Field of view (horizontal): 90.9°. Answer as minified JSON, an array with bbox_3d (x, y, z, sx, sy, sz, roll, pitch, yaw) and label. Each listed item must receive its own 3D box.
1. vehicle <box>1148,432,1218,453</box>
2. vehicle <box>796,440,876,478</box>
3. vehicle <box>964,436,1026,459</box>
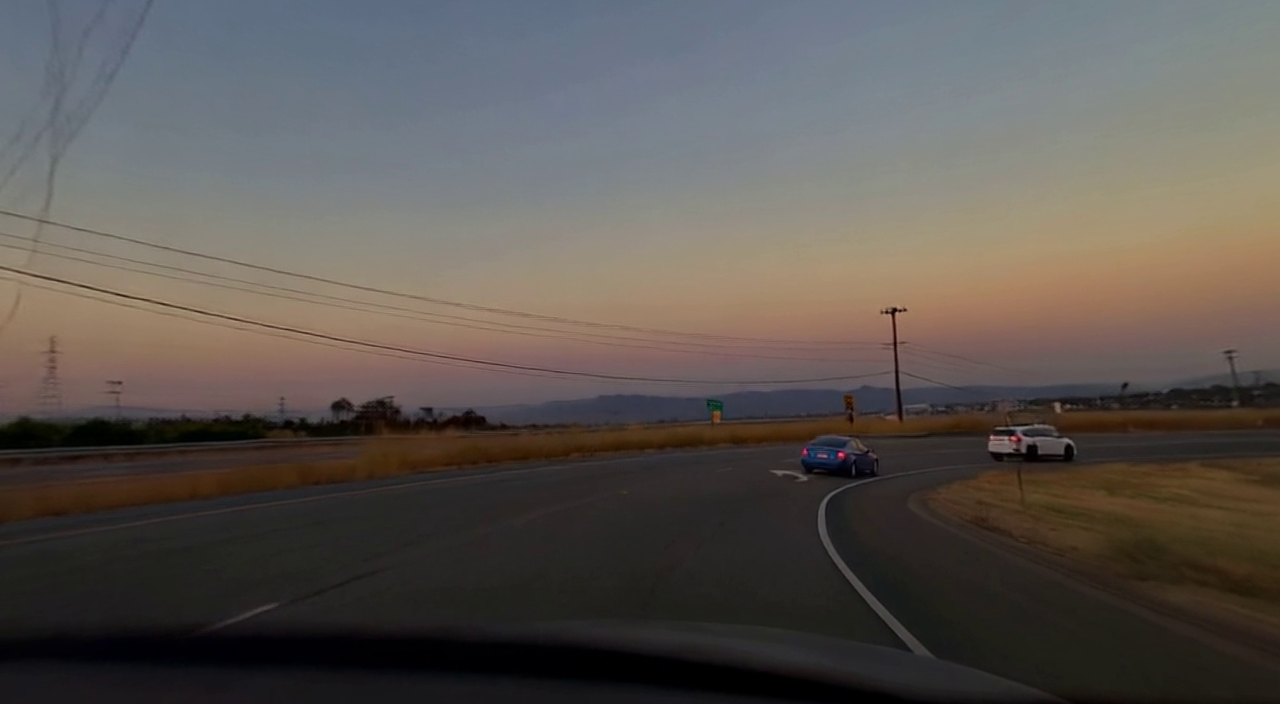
[{"bbox_3d":[42.412,7.062,49.273,4.102,1.552,1.931,2,-8,-12],"label":"vehicle"},{"bbox_3d":[8.240,4.392,26.227,2.026,1.407,4.374,-5,-10,32],"label":"vehicle"},{"bbox_3d":[24.048,6.450,42.653,4.307,1.465,1.836,6,-10,-35],"label":"vehicle"}]
